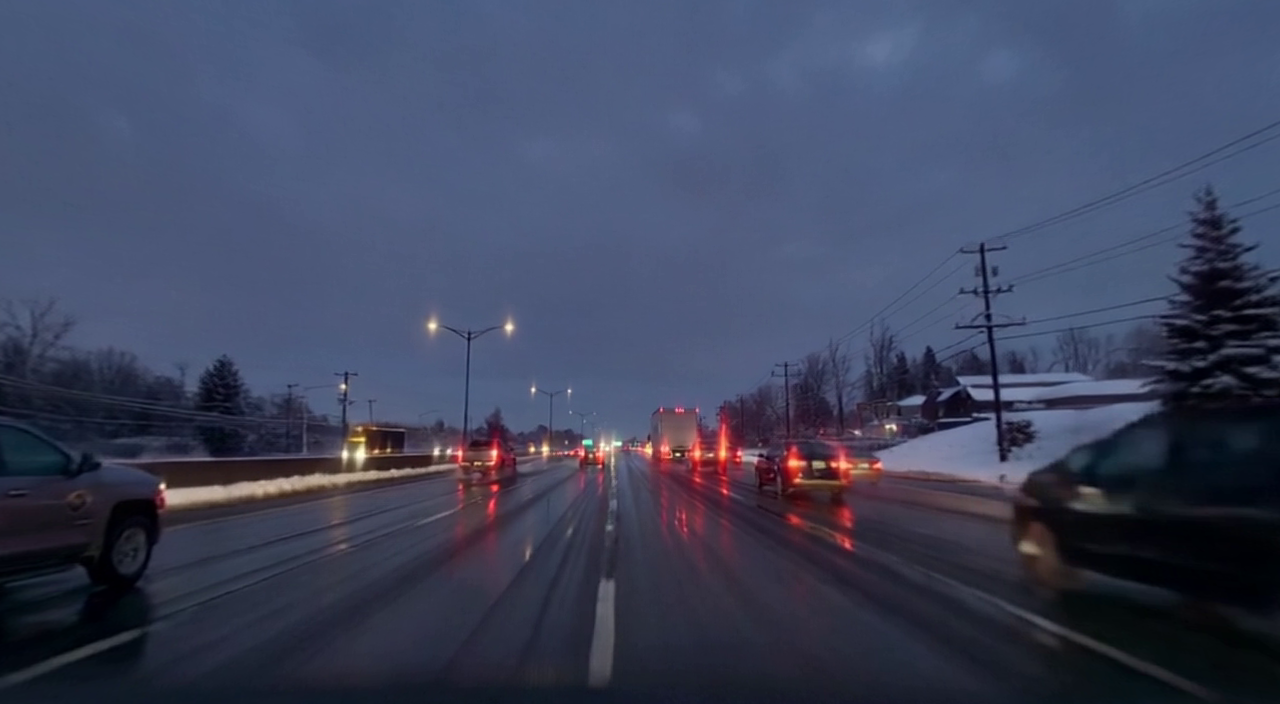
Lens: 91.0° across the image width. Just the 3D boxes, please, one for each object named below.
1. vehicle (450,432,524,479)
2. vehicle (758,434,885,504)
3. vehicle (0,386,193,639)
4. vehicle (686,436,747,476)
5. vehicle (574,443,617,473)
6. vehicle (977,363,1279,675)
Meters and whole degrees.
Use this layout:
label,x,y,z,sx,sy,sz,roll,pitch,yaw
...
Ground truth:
label,x,y,z,sx,sy,sz,roll,pitch,yaw
vehicle,-6.511,4.476,27.404,2.147,1.825,4.602,0,-9,-1
vehicle,4.626,3.056,16.826,1.978,1.607,4.245,1,-9,-2
vehicle,-5.400,1.030,3.884,2.127,1.705,4.374,1,-9,-2
vehicle,3.662,5.093,31.094,2.182,1.782,4.800,1,-9,-2
vehicle,-2.312,5.675,33.874,2.060,1.508,4.308,0,-9,-1
vehicle,4.726,1.056,4.206,2.086,1.783,4.868,1,-9,-2
